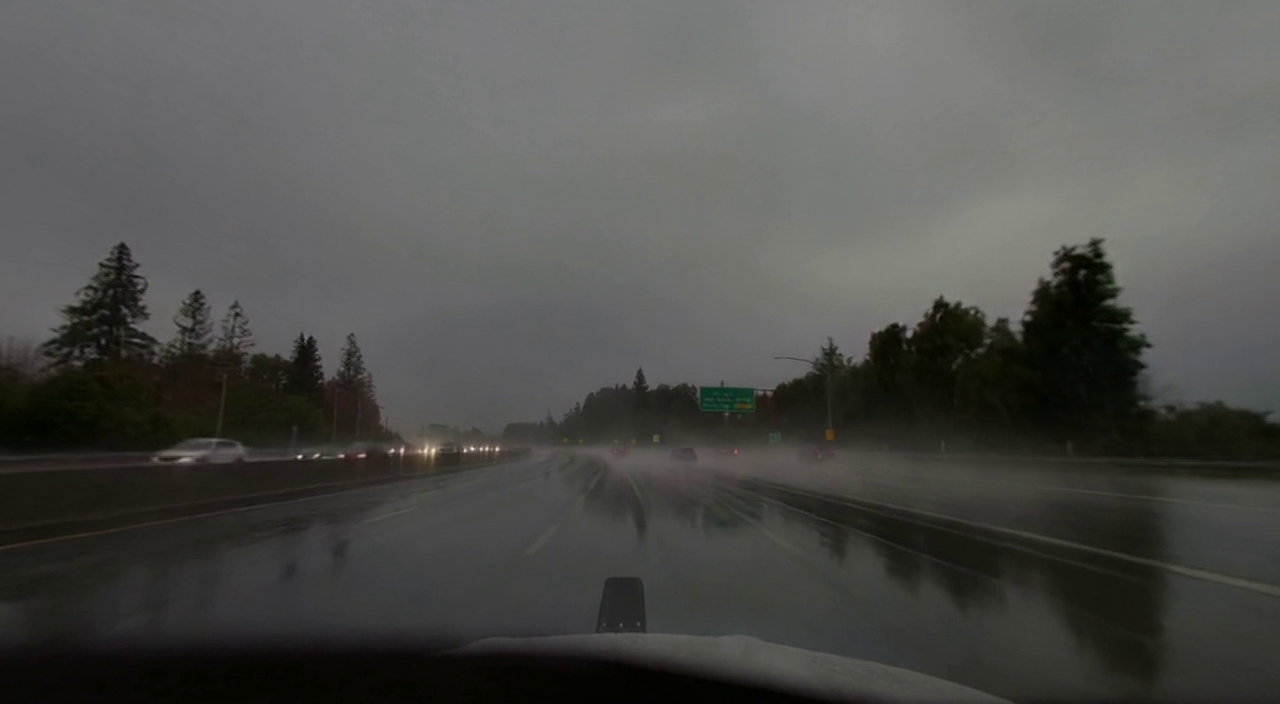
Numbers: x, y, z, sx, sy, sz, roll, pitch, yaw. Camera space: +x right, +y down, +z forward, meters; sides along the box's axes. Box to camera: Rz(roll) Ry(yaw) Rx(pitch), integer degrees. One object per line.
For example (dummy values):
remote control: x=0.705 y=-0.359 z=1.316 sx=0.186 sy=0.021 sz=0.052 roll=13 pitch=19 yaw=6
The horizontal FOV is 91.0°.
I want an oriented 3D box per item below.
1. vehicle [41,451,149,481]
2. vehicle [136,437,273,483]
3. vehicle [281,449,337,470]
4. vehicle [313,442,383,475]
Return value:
vehicle: x=-29.593 y=6.155 z=34.397 sx=1.851 sy=1.499 sz=4.664 roll=0 pitch=-9 yaw=-2
vehicle: x=-21.130 y=5.294 z=31.054 sx=2.405 sy=1.998 sz=6.150 roll=0 pitch=-9 yaw=-1
vehicle: x=-25.220 y=8.225 z=48.191 sx=1.872 sy=1.494 sz=4.752 roll=0 pitch=-9 yaw=-2
vehicle: x=-17.264 y=6.322 z=37.482 sx=2.027 sy=1.796 sz=4.612 roll=0 pitch=-9 yaw=-2
